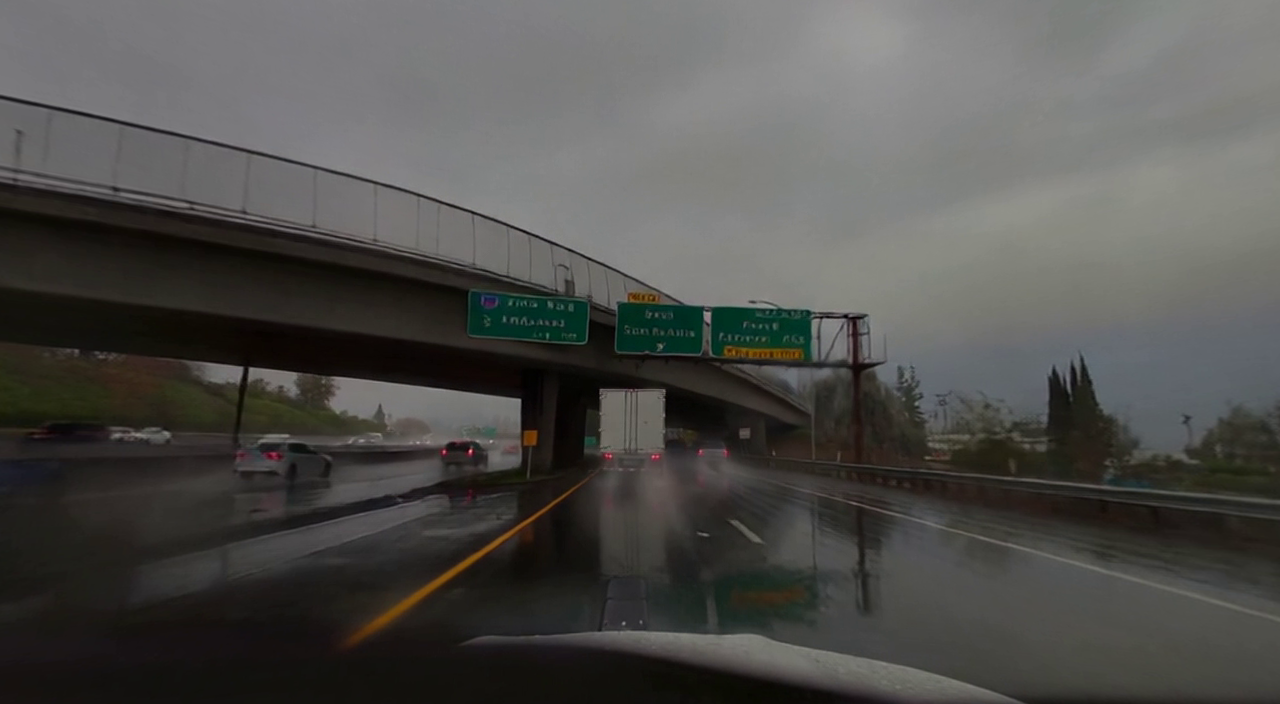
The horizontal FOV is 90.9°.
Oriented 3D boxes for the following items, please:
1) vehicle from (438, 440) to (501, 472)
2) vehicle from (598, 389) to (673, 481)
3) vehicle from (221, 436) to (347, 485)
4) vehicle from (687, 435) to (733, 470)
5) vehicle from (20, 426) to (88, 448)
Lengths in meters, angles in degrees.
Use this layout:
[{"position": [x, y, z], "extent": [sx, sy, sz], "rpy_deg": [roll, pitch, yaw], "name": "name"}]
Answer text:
[{"position": [-8.764, 5.388, 32.817], "extent": [2.057, 1.506, 4.829], "rpy_deg": [0, -9, -2], "name": "vehicle"}, {"position": [-0.257, 4.060, 30.204], "extent": [2.916, 3.584, 10.841], "rpy_deg": [0, -9, -1], "name": "vehicle"}, {"position": [-12.146, 3.727, 21.890], "extent": [1.906, 1.510, 4.303], "rpy_deg": [0, -8, -1], "name": "vehicle"}, {"position": [4.171, 6.107, 38.521], "extent": [2.174, 1.968, 5.016], "rpy_deg": [0, -9, -1], "name": "vehicle"}, {"position": [-42.884, 6.282, 46.252], "extent": [1.633, 1.418, 3.850], "rpy_deg": [1, -10, -7], "name": "vehicle"}]
